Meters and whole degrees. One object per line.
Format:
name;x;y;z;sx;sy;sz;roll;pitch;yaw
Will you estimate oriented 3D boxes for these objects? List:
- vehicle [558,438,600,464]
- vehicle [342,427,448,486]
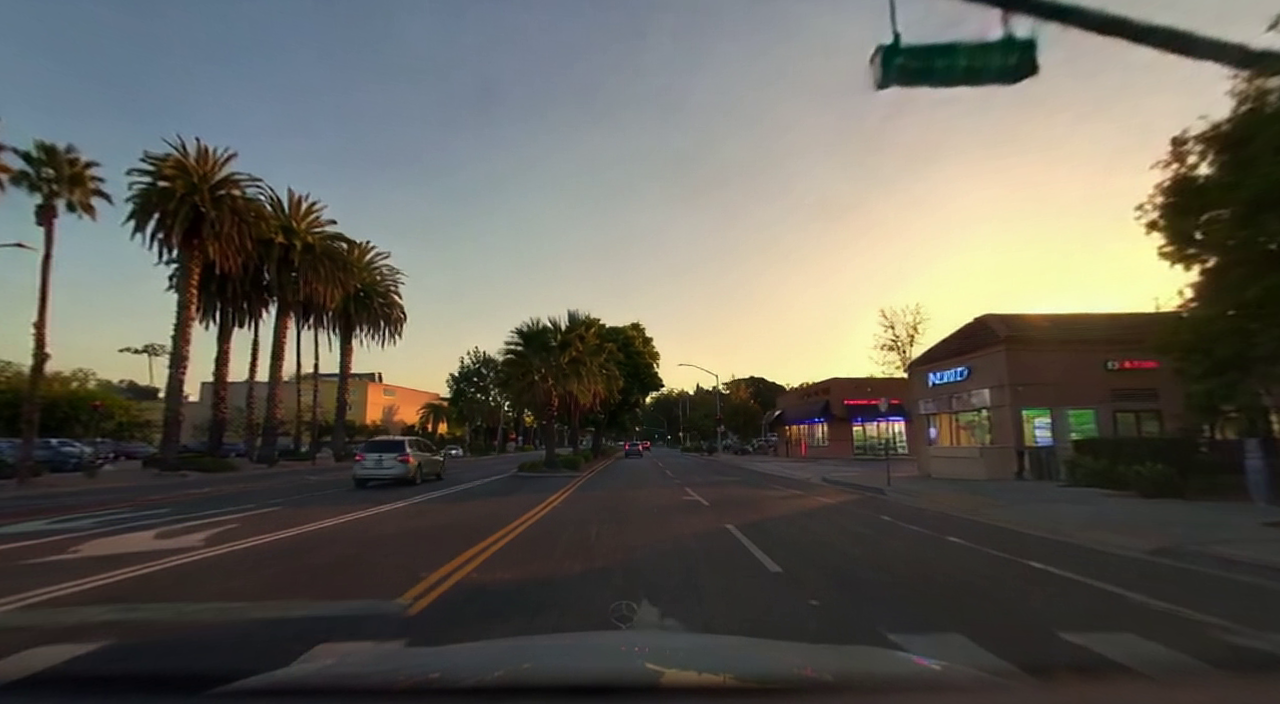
vehicle;-3.617;5.948;38.008;2.181;1.483;4.123;0;-9;-1
vehicle;-7.960;3.441;21.050;2.022;1.746;4.406;0;-9;-4
